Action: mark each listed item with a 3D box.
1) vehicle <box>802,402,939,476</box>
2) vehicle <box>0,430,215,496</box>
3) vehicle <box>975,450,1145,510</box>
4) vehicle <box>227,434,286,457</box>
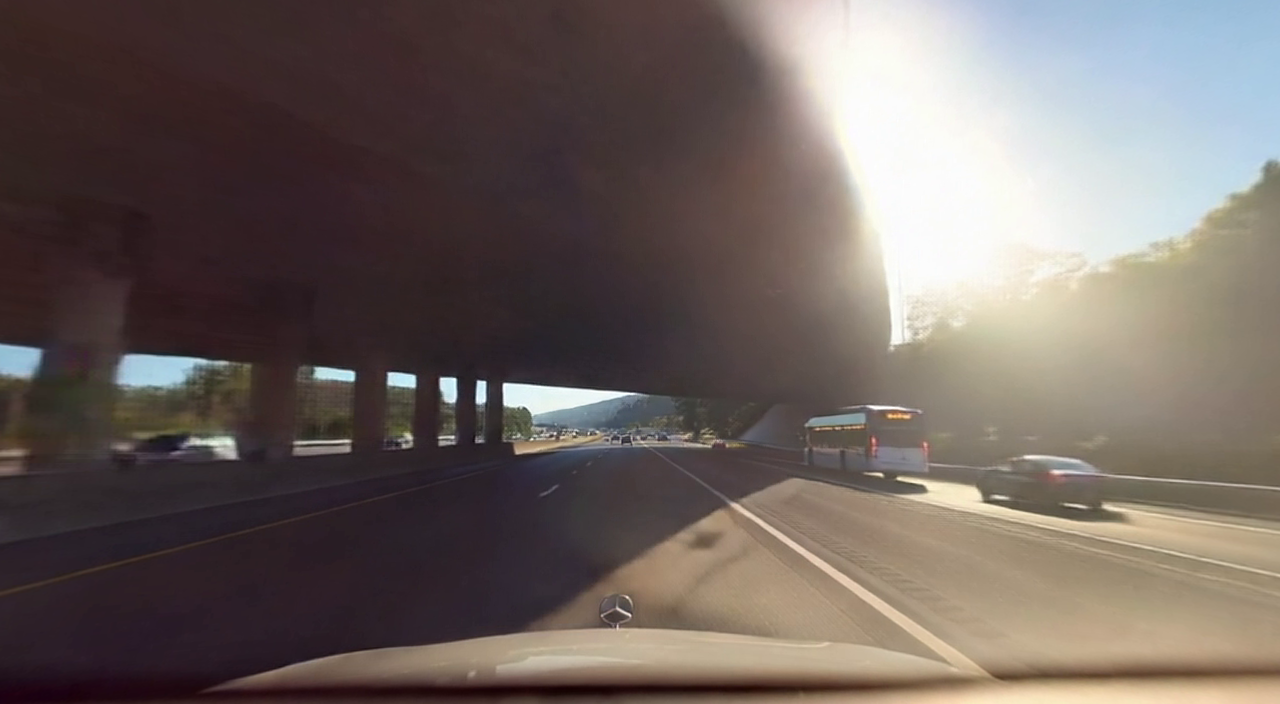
[{"bbox_3d":[11.826,4.676,34.048,3.009,3.265,12.098,0,-8,1],"label":"vehicle"},{"bbox_3d":[-13.403,2.778,16.272,1.838,1.446,4.375,1,-8,-2],"label":"vehicle"},{"bbox_3d":[11.433,3.474,17.561,1.866,1.359,4.218,0,-8,0],"label":"vehicle"},{"bbox_3d":[-25.458,6.229,41.855,1.718,1.441,3.526,0,-8,-1],"label":"vehicle"}]
